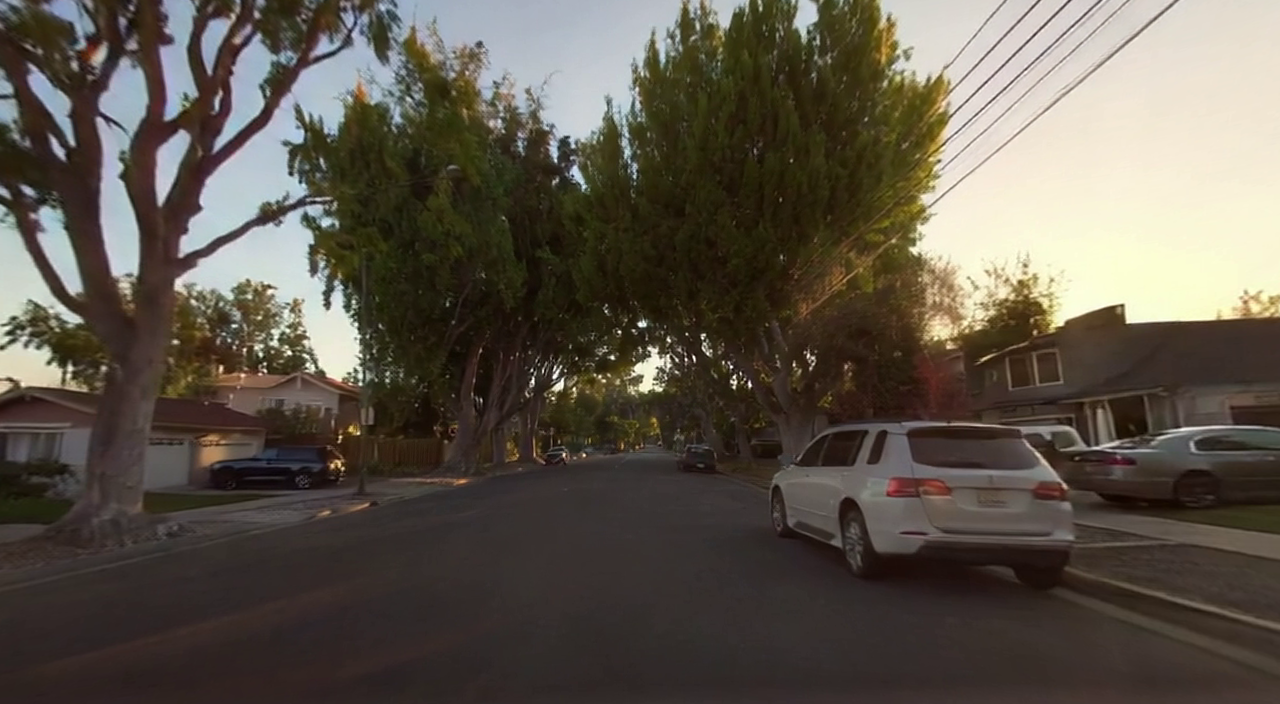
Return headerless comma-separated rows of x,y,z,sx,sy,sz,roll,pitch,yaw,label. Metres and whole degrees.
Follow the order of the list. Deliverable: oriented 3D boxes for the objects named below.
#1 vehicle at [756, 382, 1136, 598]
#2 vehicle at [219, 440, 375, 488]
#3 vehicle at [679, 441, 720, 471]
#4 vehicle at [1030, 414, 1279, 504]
3.160,1.572,8.139,2.241,1.875,5.059,0,-8,-1,vehicle
-13.298,4.355,24.749,4.928,1.797,1.981,0,-8,2,vehicle
3.282,5.811,35.610,2.016,1.567,4.228,0,-8,1,vehicle
10.448,1.955,11.688,5.041,1.486,1.969,-2,-9,14,vehicle
